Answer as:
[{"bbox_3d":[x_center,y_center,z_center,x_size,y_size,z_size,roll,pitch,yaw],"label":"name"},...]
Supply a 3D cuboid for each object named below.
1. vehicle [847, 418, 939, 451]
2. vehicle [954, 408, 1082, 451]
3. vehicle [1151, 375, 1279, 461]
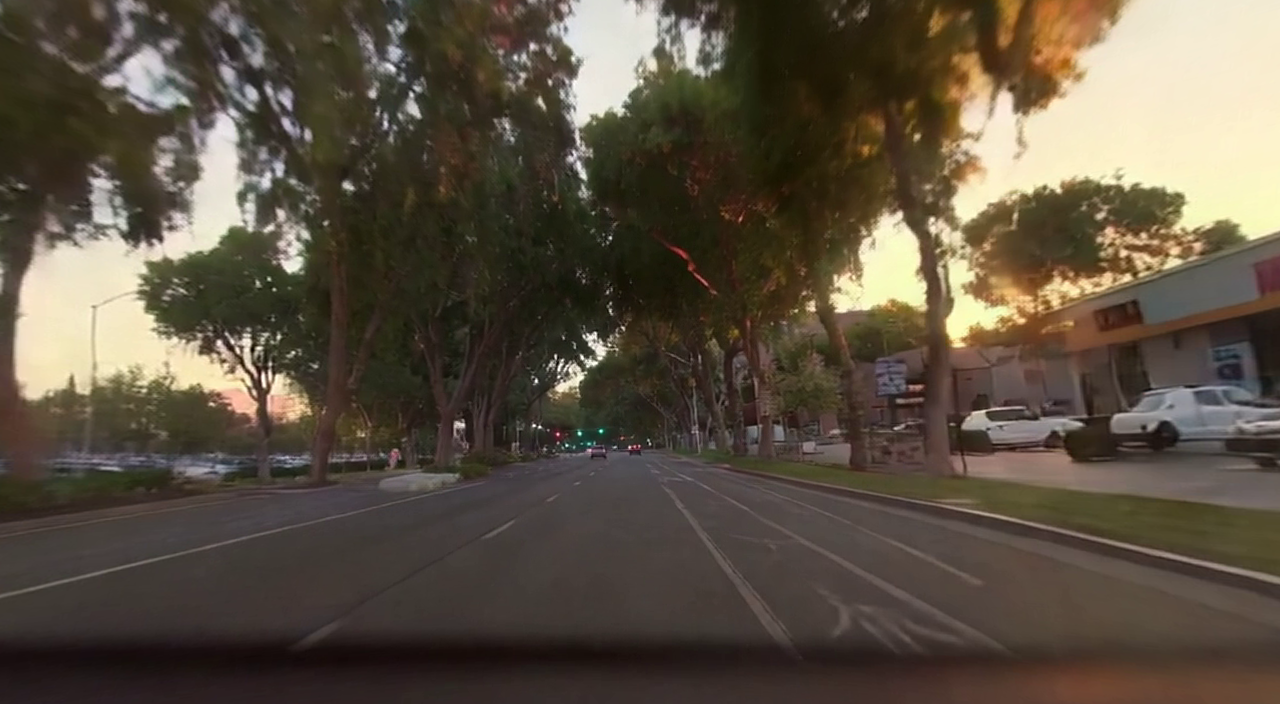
[{"bbox_3d":[12.525,4.119,31.341,3.742,1.560,1.822,-1,-9,1],"label":"vehicle"},{"bbox_3d":[13.041,2.709,21.865,3.375,1.411,1.561,0,-9,0],"label":"vehicle"},{"bbox_3d":[12.741,1.207,12.396,3.795,1.485,1.698,-4,-8,-2],"label":"vehicle"}]
